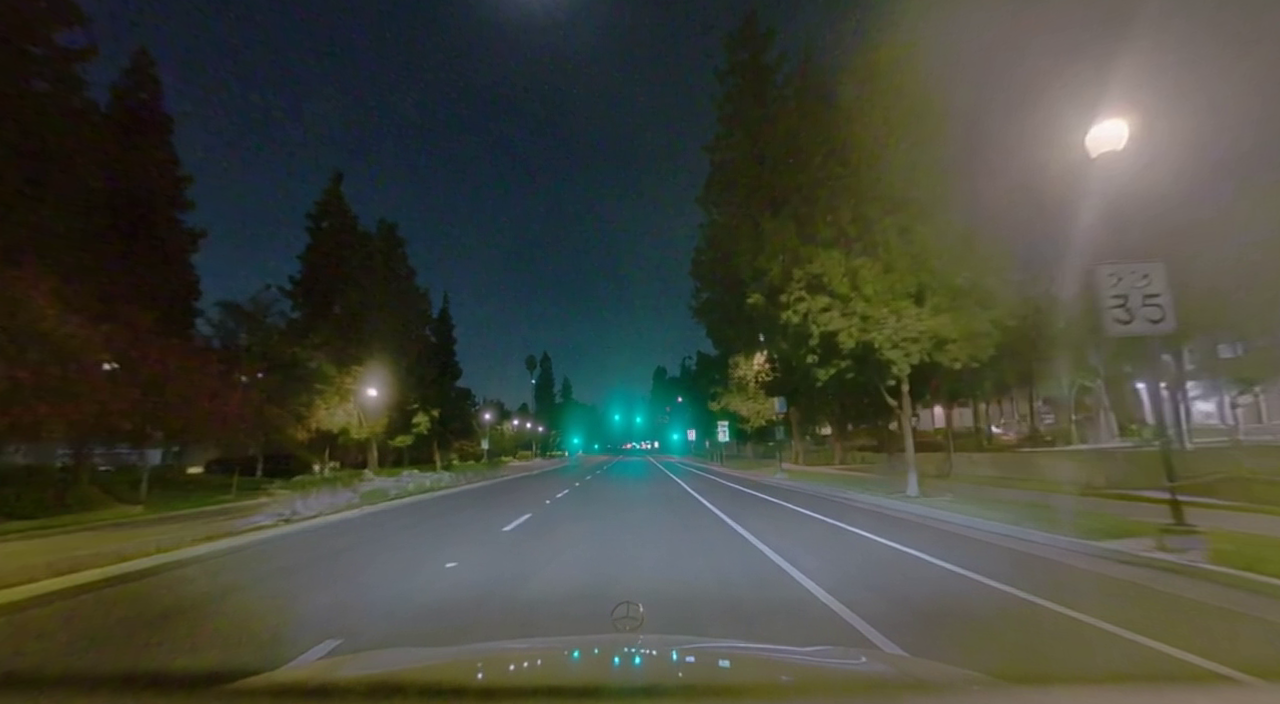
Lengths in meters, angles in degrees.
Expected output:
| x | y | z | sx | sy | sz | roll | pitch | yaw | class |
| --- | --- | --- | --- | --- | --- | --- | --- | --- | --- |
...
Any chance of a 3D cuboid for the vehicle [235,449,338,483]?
| x | y | z | sx | sy | sz | roll | pitch | yaw | class |
| --- | --- | --- | --- | --- | --- | --- | --- | --- | --- |
| -20.911 | 6.758 | 37.562 | 4.849 | 1.899 | 2.063 | 1 | -9 | -5 | vehicle |
